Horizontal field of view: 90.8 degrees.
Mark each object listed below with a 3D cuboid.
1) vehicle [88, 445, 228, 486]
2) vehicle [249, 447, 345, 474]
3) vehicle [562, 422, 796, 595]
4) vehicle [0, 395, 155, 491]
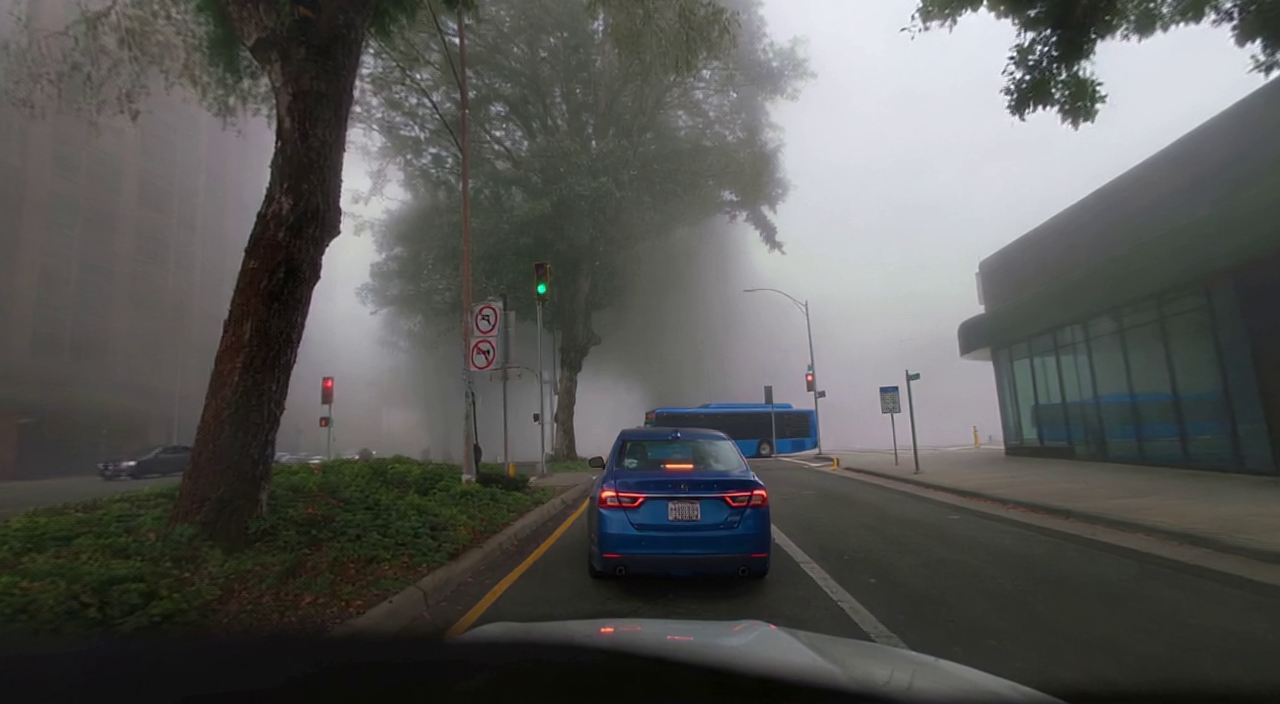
[{"bbox_3d":[-21.335,4.998,28.234,1.892,1.645,4.561,-3,-9,21],"label":"vehicle"},{"bbox_3d":[-20.261,6.384,37.597,1.883,1.461,4.830,-4,-9,23],"label":"vehicle"},{"bbox_3d":[0.370,1.633,7.400,2.006,1.470,3.799,0,-8,1],"label":"vehicle"},{"bbox_3d":[-25.937,3.649,25.339,2.692,3.685,10.153,-3,-9,20],"label":"vehicle"}]
